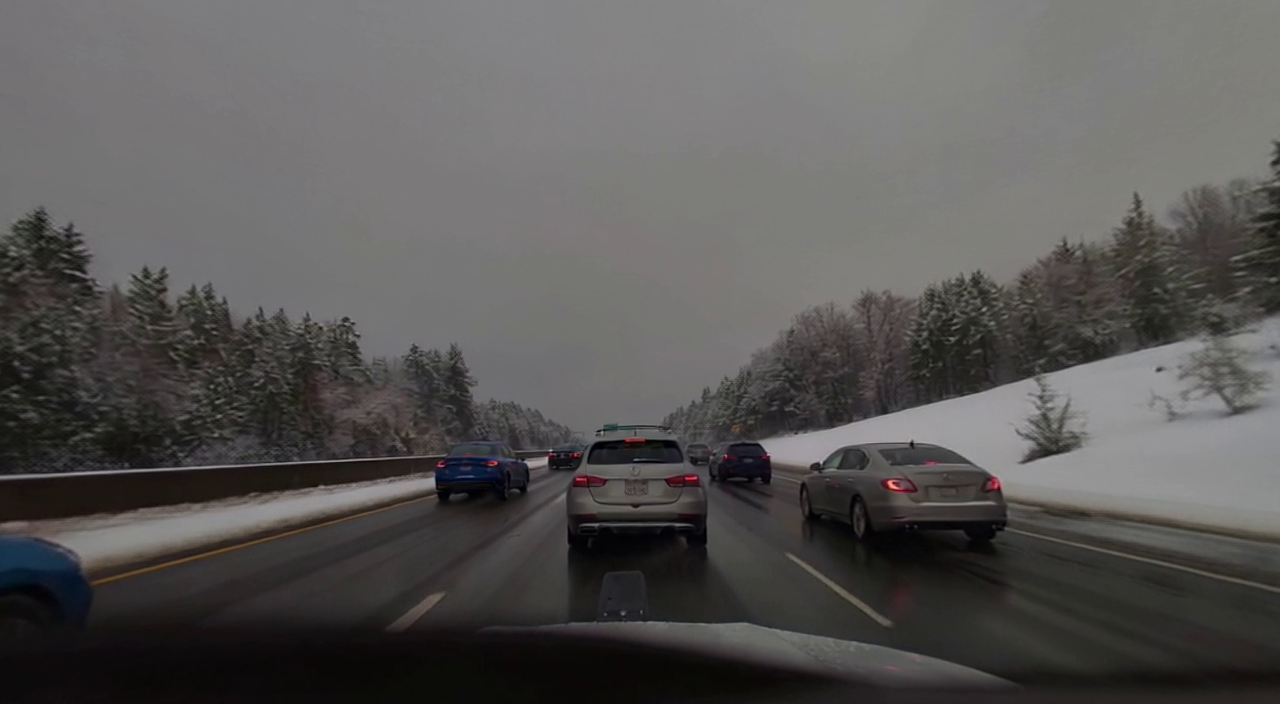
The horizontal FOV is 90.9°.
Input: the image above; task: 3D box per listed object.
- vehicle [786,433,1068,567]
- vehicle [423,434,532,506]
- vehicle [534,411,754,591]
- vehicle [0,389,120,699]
[{"bbox_3d":[3.677,1.976,9.210,1.953,1.434,4.511,0,-9,-1],"label":"vehicle"},{"bbox_3d":[-4.251,3.151,17.148,1.890,1.708,3.844,0,-9,0],"label":"vehicle"},{"bbox_3d":[-0.011,1.715,7.987,2.093,1.695,3.782,0,-9,-2],"label":"vehicle"},{"bbox_3d":[-4.542,0.812,1.918,2.173,1.660,4.373,0,-9,-1],"label":"vehicle"}]
